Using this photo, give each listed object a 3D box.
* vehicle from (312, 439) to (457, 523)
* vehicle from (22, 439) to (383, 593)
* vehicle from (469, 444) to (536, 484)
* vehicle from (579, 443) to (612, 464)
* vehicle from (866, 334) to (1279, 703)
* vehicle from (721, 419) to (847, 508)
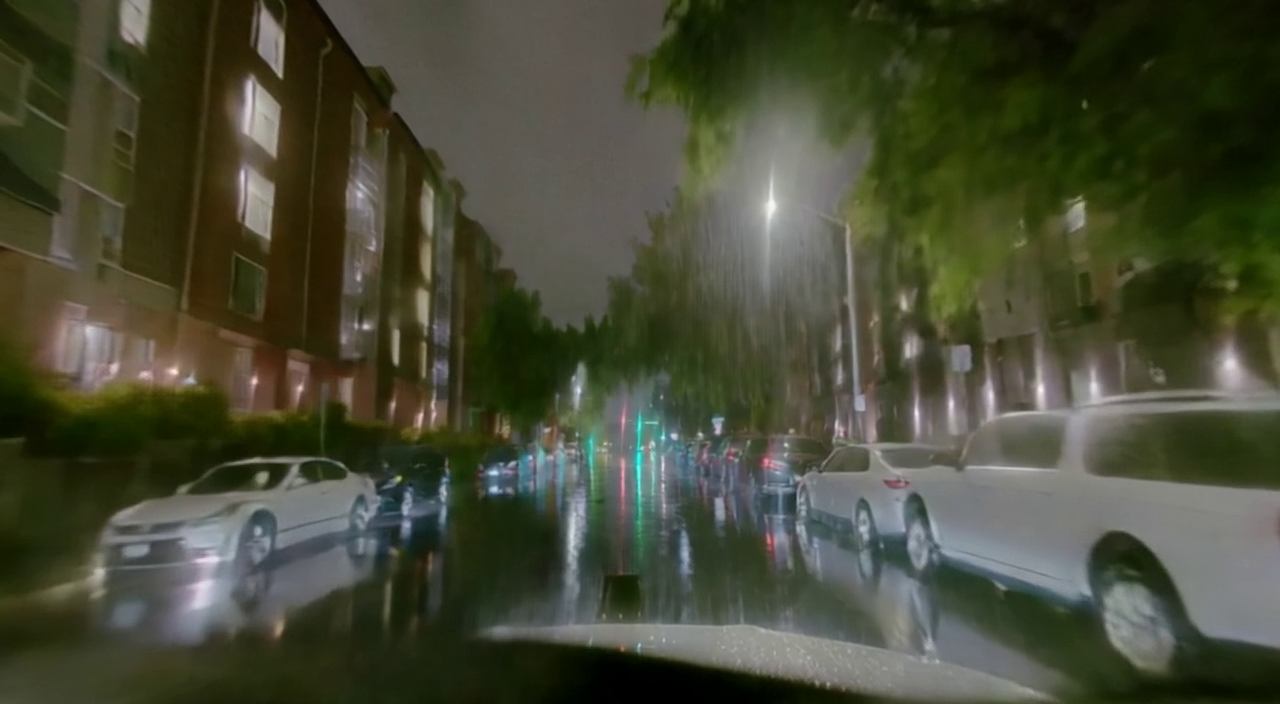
[{"bbox_3d":[-5.201,2.638,13.403,1.628,1.504,3.500,0,-9,-1],"label":"vehicle"},{"bbox_3d":[-5.269,1.969,8.584,1.711,1.500,4.510,0,-9,-1],"label":"vehicle"},{"bbox_3d":[-5.517,4.516,25.889,1.647,1.481,4.433,0,-9,1],"label":"vehicle"},{"bbox_3d":[-3.296,7.624,47.532,1.939,1.504,4.121,-1,-9,3],"label":"vehicle"},{"bbox_3d":[3.551,1.114,4.506,1.912,1.781,5.159,0,-9,0],"label":"vehicle"},{"bbox_3d":[3.301,2.684,15.608,1.835,1.809,4.997,0,-9,-1],"label":"vehicle"}]
